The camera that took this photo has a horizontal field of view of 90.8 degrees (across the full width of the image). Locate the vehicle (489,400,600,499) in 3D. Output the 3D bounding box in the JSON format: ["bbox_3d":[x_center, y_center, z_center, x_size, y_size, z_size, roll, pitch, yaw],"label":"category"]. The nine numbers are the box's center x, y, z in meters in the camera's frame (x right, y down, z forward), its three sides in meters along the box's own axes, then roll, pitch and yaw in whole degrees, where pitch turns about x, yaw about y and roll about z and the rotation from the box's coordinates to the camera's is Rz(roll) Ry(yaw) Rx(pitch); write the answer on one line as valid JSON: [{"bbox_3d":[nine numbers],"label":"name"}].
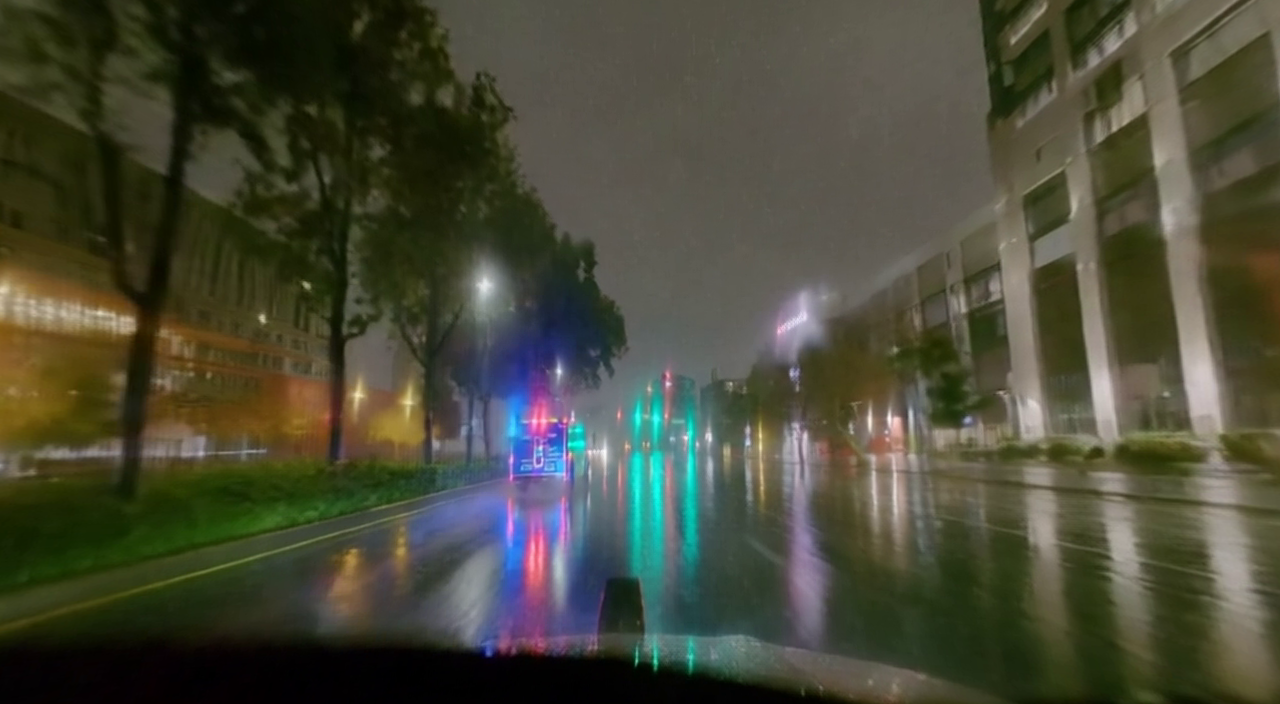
[{"bbox_3d":[-2.910,3.218,21.003,2.633,2.787,5.796,-1,-9,1],"label":"vehicle"}]
